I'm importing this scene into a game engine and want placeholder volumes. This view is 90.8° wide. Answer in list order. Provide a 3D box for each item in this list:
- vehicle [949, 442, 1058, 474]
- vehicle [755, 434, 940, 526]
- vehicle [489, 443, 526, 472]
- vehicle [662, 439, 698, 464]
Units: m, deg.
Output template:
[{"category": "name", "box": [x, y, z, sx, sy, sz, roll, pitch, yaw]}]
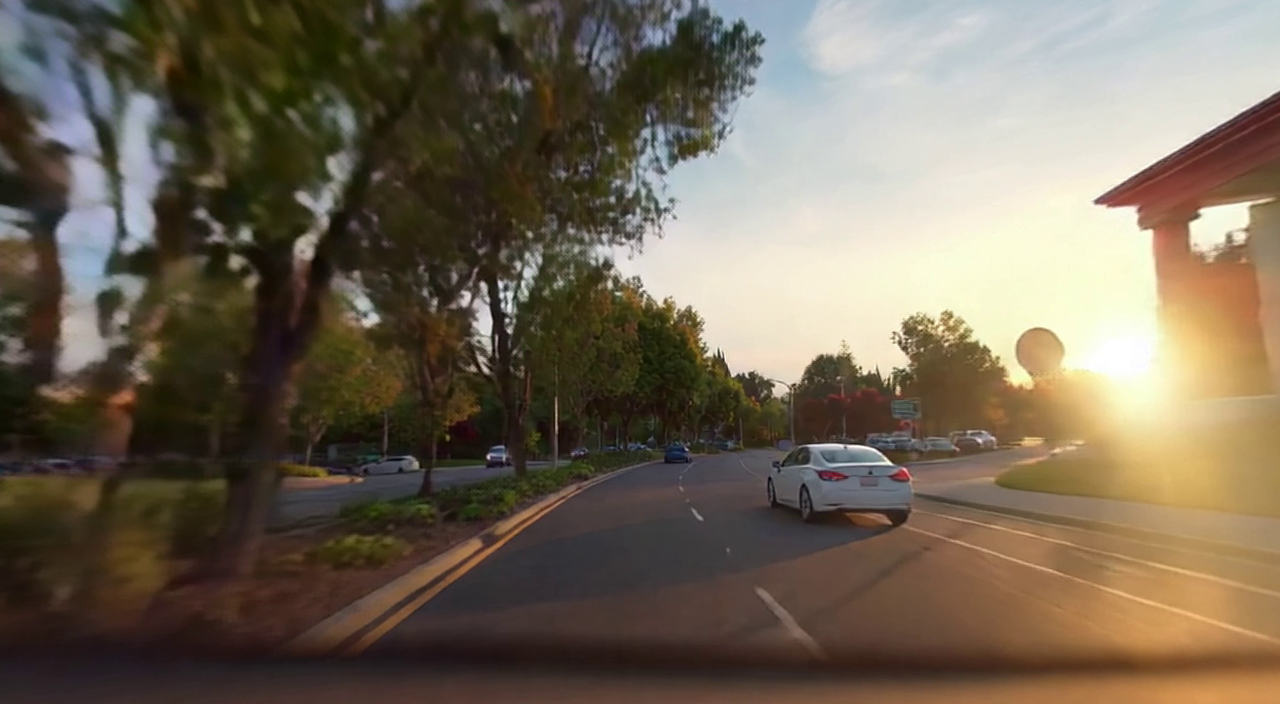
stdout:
[{"category": "vehicle", "box": [18.083, 5.258, 31.471, 4.652, 1.471, 1.850, 2, -9, -15]}, {"category": "vehicle", "box": [3.852, 2.469, 12.862, 2.132, 1.497, 4.827, 0, -9, 0]}, {"category": "vehicle", "box": [-8.463, 6.640, 40.042, 2.045, 1.689, 4.545, 2, -9, -14]}, {"category": "vehicle", "box": [2.943, 7.191, 45.678, 2.123, 1.703, 4.292, -2, -9, 9]}]
